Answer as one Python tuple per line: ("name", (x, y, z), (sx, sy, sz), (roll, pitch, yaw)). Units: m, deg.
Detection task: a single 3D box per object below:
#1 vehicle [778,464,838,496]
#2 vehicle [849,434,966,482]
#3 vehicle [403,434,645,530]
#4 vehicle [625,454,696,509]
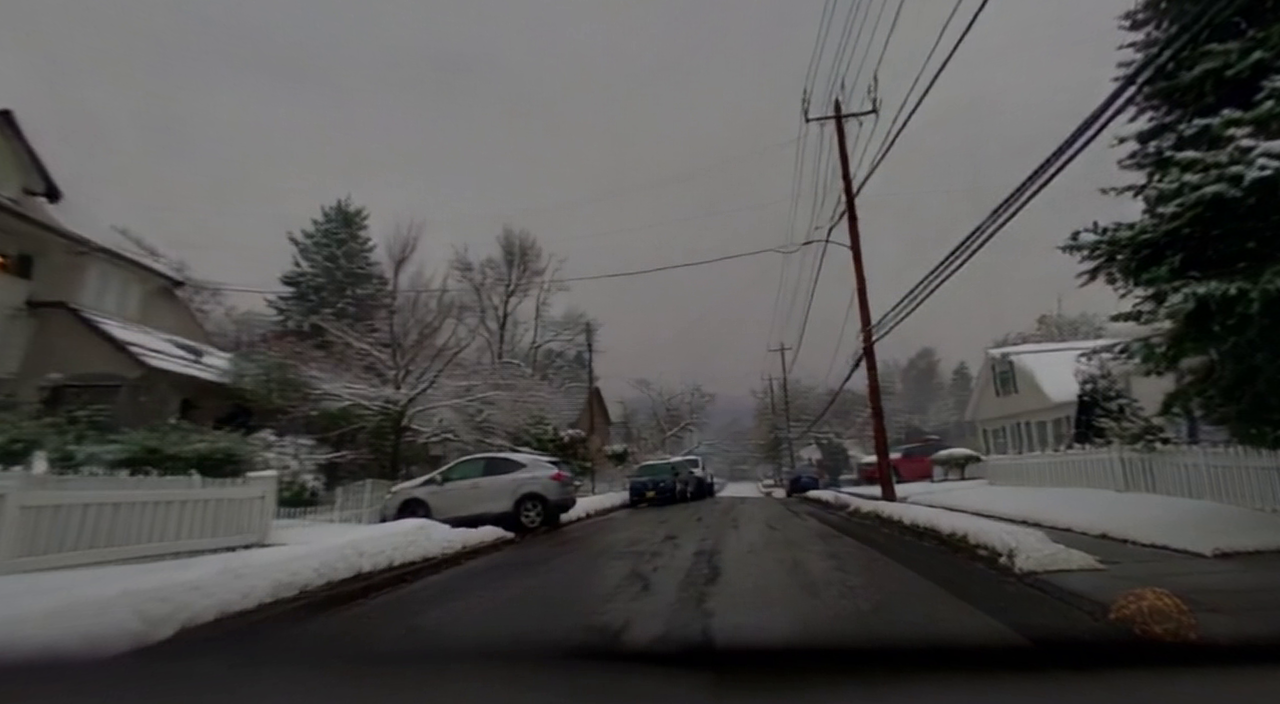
("vehicle", (9.317, 7.129, 34.986), (3.005, 1.535, 4.025), (-1, -13, 16))
("vehicle", (11.463, 4.544, 27.327), (4.249, 1.905, 1.904), (-1, -6, 7))
("vehicle", (-2.349, 2.790, 13.806), (4.537, 1.595, 2.471), (2, -11, 9))
("vehicle", (0.818, 4.391, 21.976), (2.081, 1.589, 4.691), (-1, -8, 6))
